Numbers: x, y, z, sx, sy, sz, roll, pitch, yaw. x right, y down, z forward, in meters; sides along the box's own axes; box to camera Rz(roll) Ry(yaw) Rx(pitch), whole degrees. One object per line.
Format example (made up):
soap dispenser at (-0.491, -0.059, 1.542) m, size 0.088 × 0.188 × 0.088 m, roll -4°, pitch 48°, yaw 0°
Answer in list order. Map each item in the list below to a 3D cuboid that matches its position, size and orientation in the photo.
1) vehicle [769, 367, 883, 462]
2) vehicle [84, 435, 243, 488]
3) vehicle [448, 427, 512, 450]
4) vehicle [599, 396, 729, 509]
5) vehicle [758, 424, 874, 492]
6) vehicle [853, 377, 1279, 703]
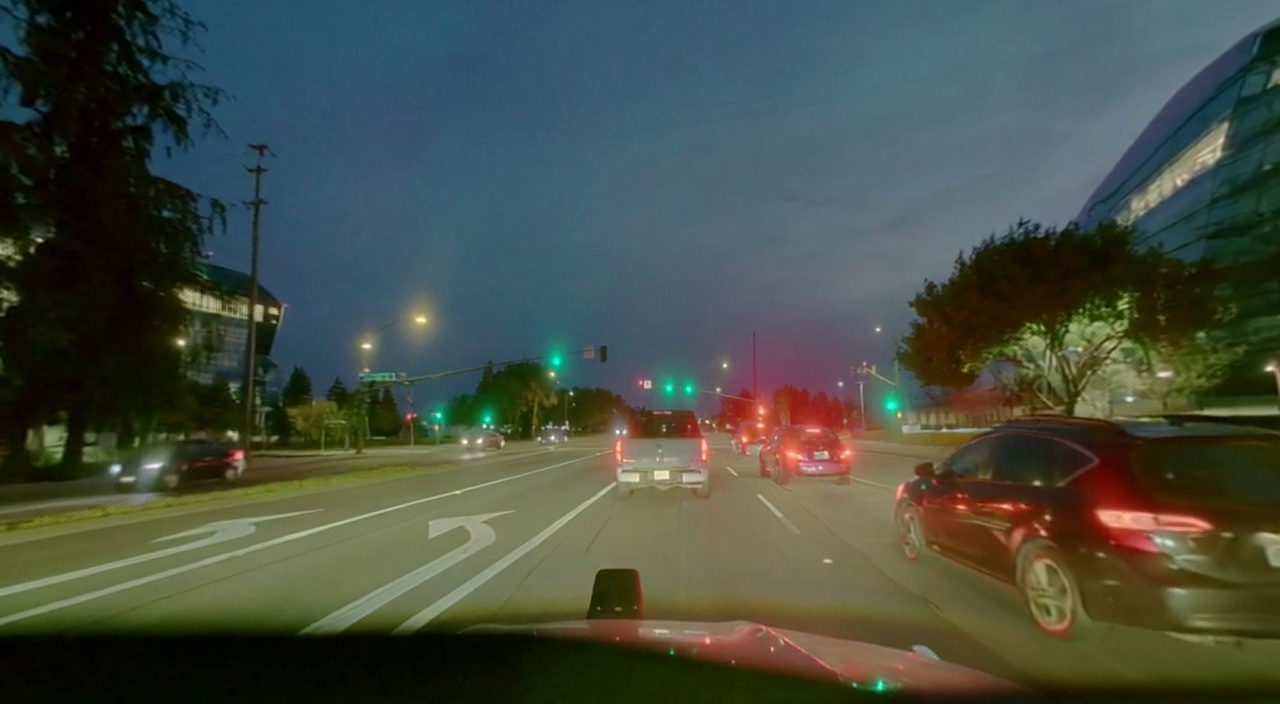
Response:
vehicle at (8.567, 3.229, 30.428) m, size 2.965 × 3.900 × 9.064 m, roll 0°, pitch -9°, yaw 2°
vehicle at (-17.020, 3.904, 22.808) m, size 1.950 × 1.713 × 4.406 m, roll -1°, pitch -9°, yaw 7°
vehicle at (-12.362, 6.764, 48.836) m, size 2.018 × 1.715 × 4.451 m, roll -7°, pitch -11°, yaw 37°
vehicle at (0.601, 2.030, 12.915) m, size 2.188 × 1.892 × 4.488 m, roll -1°, pitch -9°, yaw 5°
vehicle at (4.174, 2.606, 15.668) m, size 1.862 × 1.451 × 4.083 m, roll 0°, pitch -9°, yaw 2°
vehicle at (3.349, 1.197, 5.031) m, size 2.109 × 1.500 × 4.585 m, roll -1°, pitch -9°, yaw 6°
